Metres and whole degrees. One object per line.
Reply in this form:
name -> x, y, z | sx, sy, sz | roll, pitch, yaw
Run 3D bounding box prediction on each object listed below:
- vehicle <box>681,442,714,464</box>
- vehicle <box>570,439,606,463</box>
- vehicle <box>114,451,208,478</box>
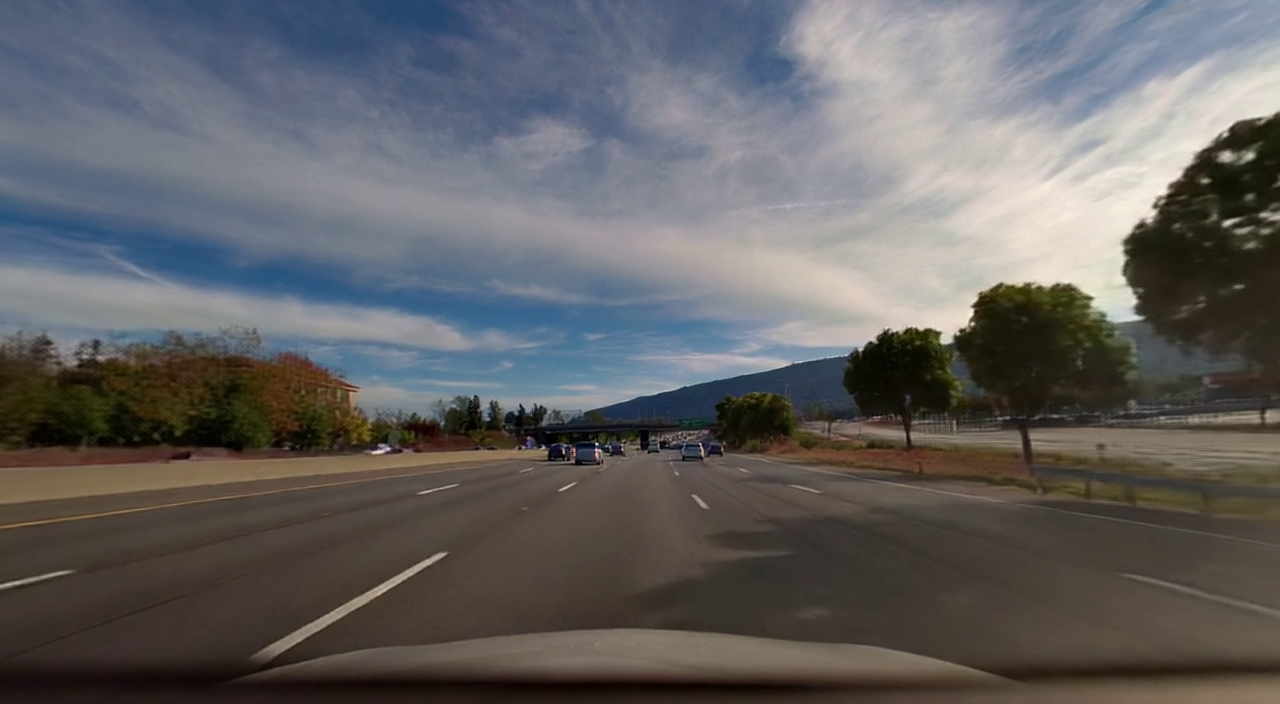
vehicle -> 4.067, 7.169, 45.107 | 1.967, 1.475, 4.080 | 0, -8, 0
vehicle -> -3.740, 7.243, 46.288 | 2.179, 1.693, 4.204 | 0, -8, 2
vehicle -> -26.977, 6.320, 35.794 | 1.772, 1.422, 4.404 | 0, -8, 1
